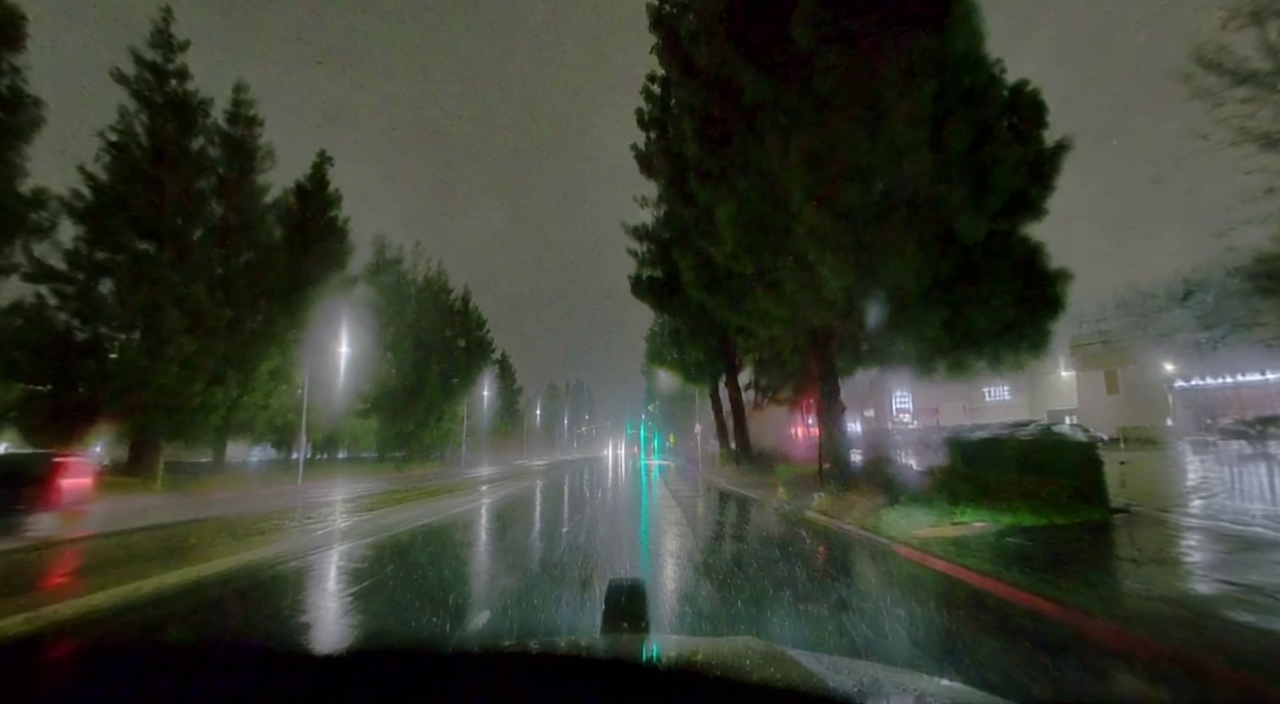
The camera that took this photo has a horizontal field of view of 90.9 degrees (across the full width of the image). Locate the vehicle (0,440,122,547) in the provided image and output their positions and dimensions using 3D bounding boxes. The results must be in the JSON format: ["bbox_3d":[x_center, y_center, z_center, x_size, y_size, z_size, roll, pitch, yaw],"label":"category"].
[{"bbox_3d":[-10.553,2.191,9.638,1.918,1.581,3.947,-2,-9,0],"label":"vehicle"}]

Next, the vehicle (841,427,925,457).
[{"bbox_3d":[14.892,5.563,38.733,4.387,1.532,1.930,-9,-12,34],"label":"vehicle"}]

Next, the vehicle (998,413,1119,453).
[{"bbox_3d":[19.907,3.907,30.253,4.419,1.603,1.930,-7,-9,23],"label":"vehicle"}]
